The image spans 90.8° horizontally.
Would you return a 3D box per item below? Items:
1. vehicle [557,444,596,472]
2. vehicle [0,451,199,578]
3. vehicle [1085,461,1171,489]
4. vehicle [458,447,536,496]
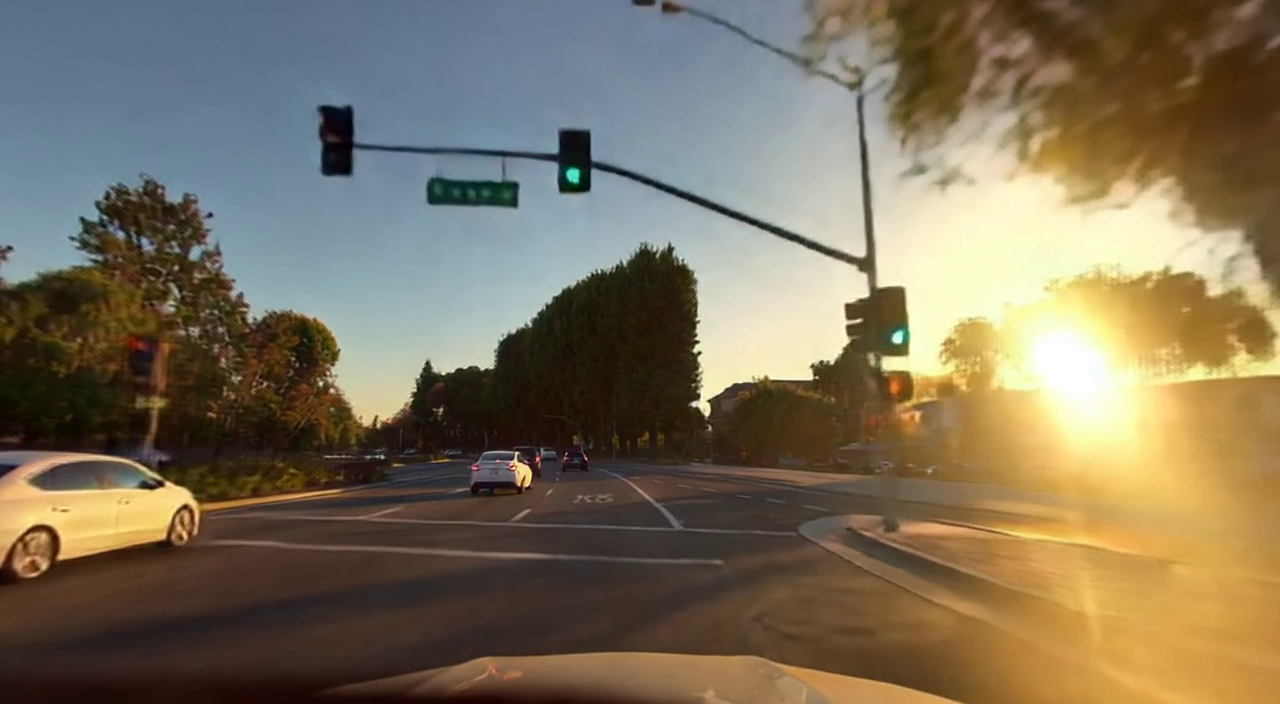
[{"bbox_3d":[-4.903,8.028,48.114,2.526,1.982,5.294,1,-8,-10],"label":"vehicle"},{"bbox_3d":[-8.441,2.116,8.662,1.889,1.429,4.029,0,-8,-1],"label":"vehicle"},{"bbox_3d":[35.803,9.001,46.540,1.888,1.758,5.043,1,-8,-7],"label":"vehicle"},{"bbox_3d":[-5.175,4.346,23.490,2.098,1.613,4.606,0,-8,-4],"label":"vehicle"}]
